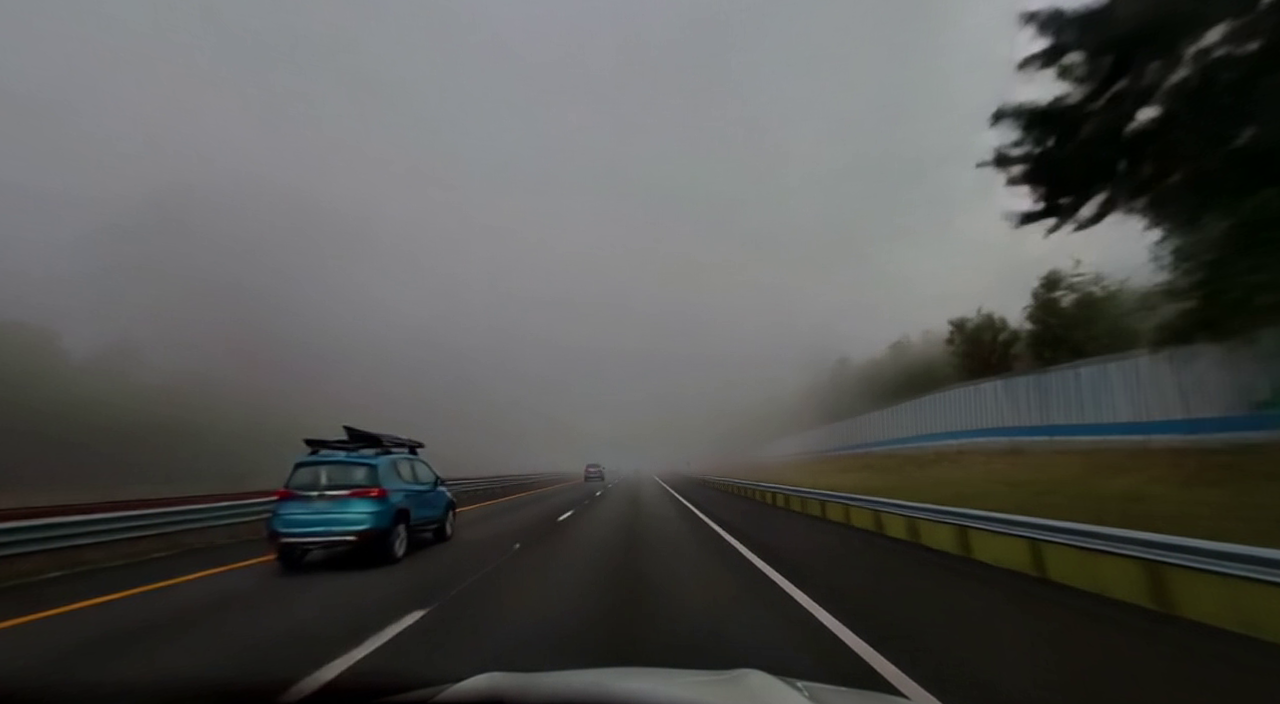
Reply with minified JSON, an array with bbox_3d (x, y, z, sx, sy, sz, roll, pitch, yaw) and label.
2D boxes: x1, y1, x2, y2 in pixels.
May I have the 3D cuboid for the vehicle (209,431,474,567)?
[{"bbox_3d":[-4.292,2.226,10.051,2.022,1.650,4.331,1,-11,0],"label":"vehicle"}]
